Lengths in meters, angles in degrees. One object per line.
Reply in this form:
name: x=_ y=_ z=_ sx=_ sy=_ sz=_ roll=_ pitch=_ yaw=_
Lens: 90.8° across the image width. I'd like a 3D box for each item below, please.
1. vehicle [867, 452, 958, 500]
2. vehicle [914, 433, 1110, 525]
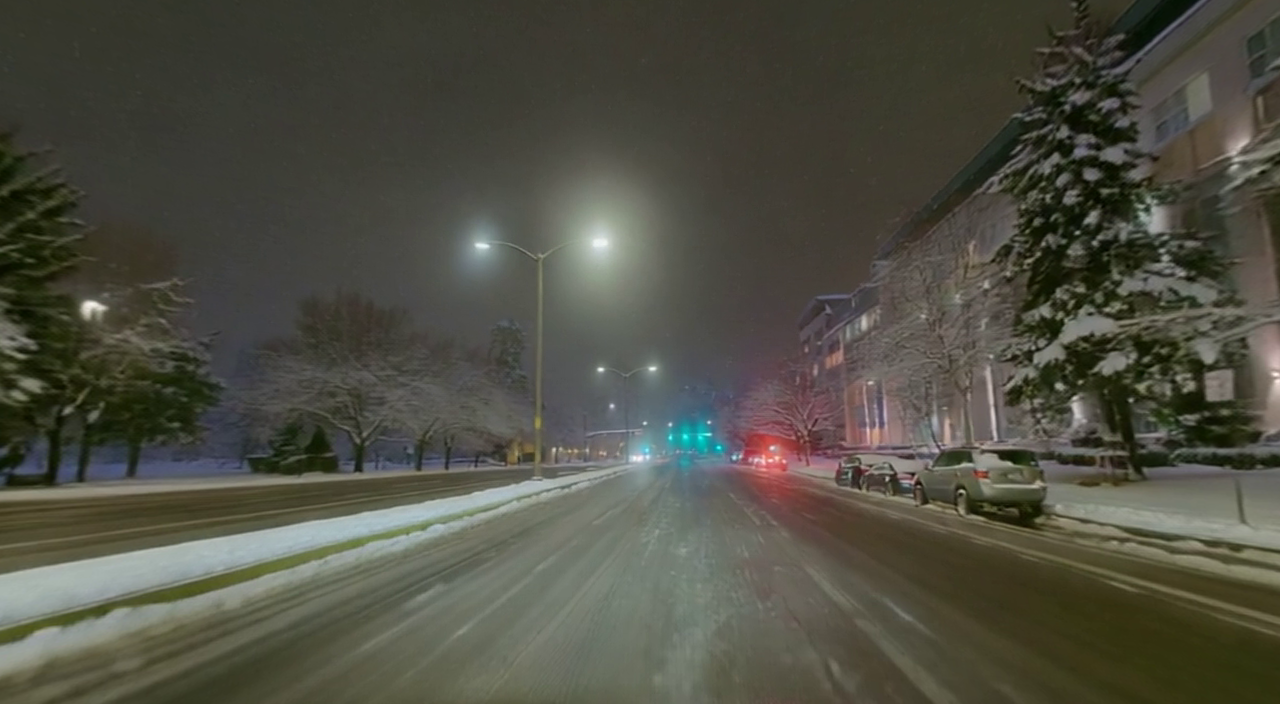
vehicle: x=9.347 y=4.245 z=22.017 sx=1.714 sy=1.439 sz=4.020 roll=-1 pitch=-8 yaw=6
vehicle: x=8.668 y=2.944 z=15.342 sx=2.152 sy=1.869 sz=4.476 roll=0 pitch=-8 yaw=2
